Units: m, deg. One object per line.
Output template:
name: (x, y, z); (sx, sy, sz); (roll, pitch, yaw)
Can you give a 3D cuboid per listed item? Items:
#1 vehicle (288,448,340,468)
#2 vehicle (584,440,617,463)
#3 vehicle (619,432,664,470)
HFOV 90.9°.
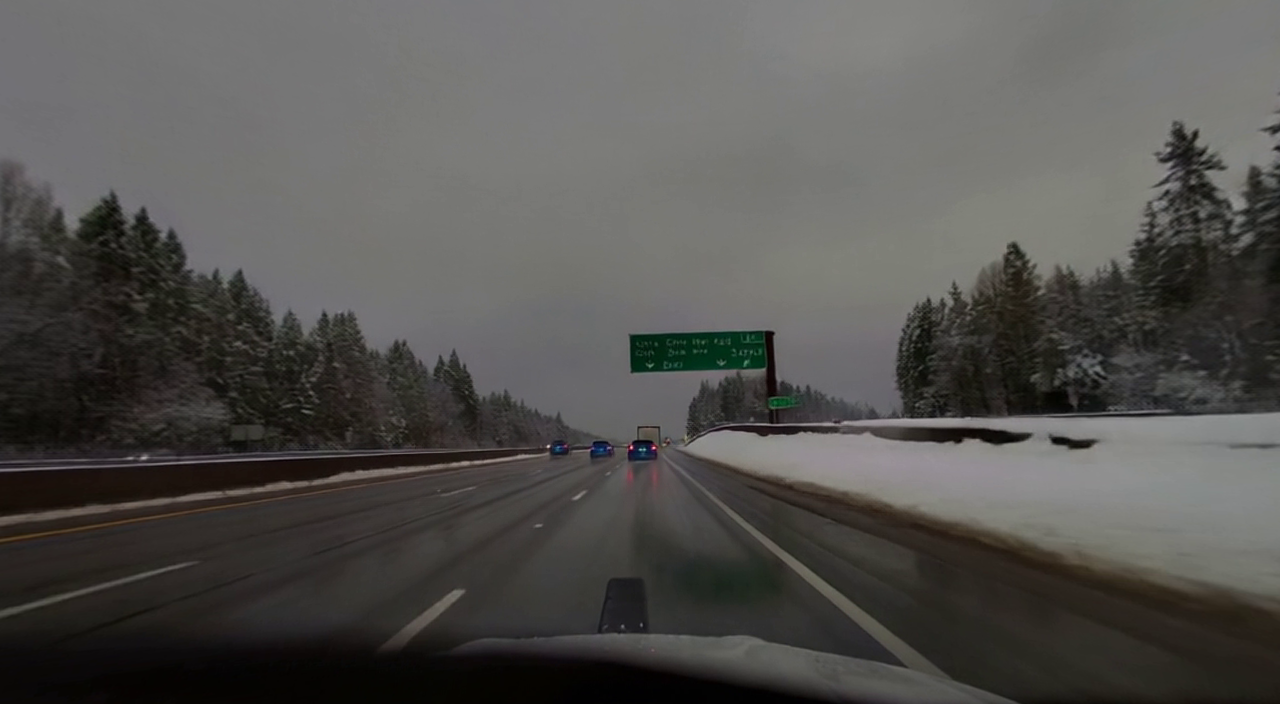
vehicle: (-24.343, 7.893, 47.206); (1.826, 1.366, 3.839); (0, -8, 0)
vehicle: (-2.931, 7.520, 47.817); (2.139, 1.589, 5.102); (-1, -8, 1)
vehicle: (0.101, 5.398, 34.629); (2.309, 1.915, 5.130); (0, -8, 1)
